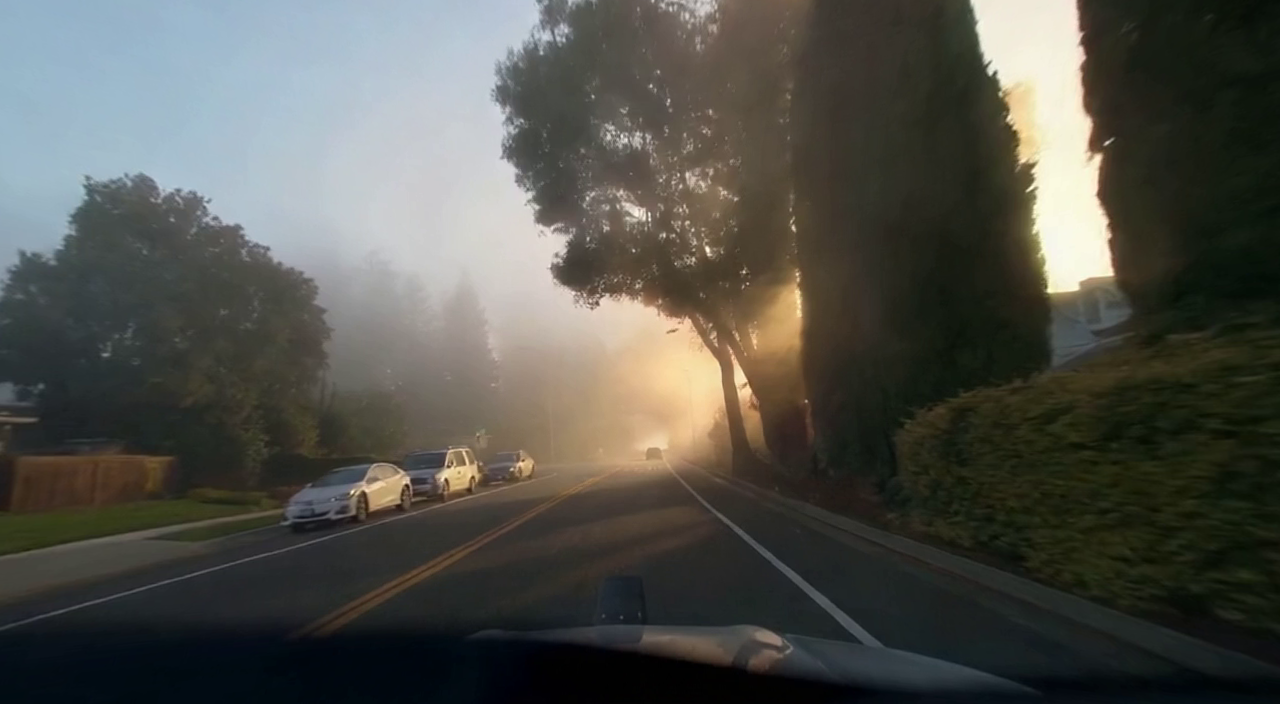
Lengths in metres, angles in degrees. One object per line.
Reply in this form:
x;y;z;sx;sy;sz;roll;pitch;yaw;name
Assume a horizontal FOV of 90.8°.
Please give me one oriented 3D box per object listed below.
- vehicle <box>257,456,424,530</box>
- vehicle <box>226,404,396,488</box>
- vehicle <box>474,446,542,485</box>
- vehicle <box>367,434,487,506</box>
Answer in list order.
-7.051;3.322;15.458;1.960;1.486;4.217;-1;-9;1;vehicle
-13.985;4.065;27.130;6.042;3.086;2.589;-5;-9;9;vehicle
-6.461;5.629;31.680;1.984;1.732;5.628;-1;-9;2;vehicle
-6.781;3.851;20.833;2.012;1.902;5.437;-4;-10;1;vehicle
